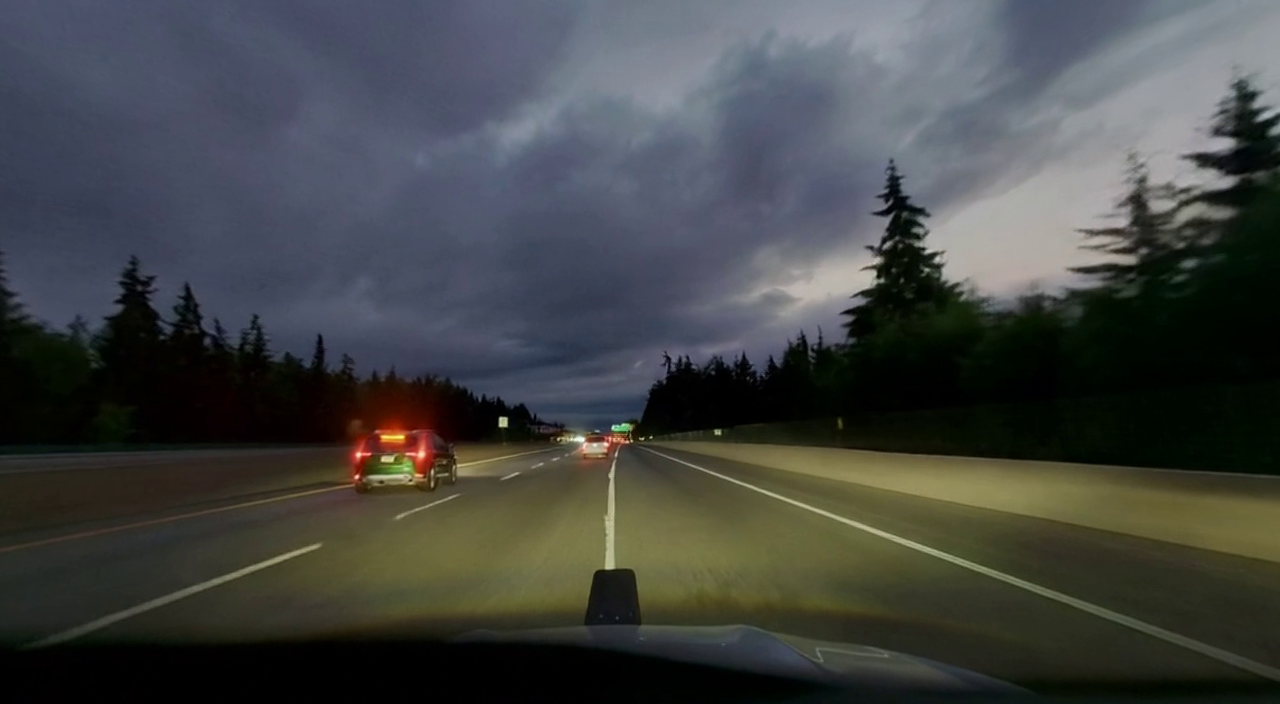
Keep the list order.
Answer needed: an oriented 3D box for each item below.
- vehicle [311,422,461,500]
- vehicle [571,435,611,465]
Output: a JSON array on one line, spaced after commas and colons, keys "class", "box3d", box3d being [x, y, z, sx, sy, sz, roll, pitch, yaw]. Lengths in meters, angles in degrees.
[{"class": "vehicle", "box3d": [-6.232, 2.703, 16.134, 2.111, 1.689, 4.505, 0, -8, -2]}, {"class": "vehicle", "box3d": [-2.635, 5.357, 34.735, 2.010, 1.534, 4.013, 0, -8, -1]}]
